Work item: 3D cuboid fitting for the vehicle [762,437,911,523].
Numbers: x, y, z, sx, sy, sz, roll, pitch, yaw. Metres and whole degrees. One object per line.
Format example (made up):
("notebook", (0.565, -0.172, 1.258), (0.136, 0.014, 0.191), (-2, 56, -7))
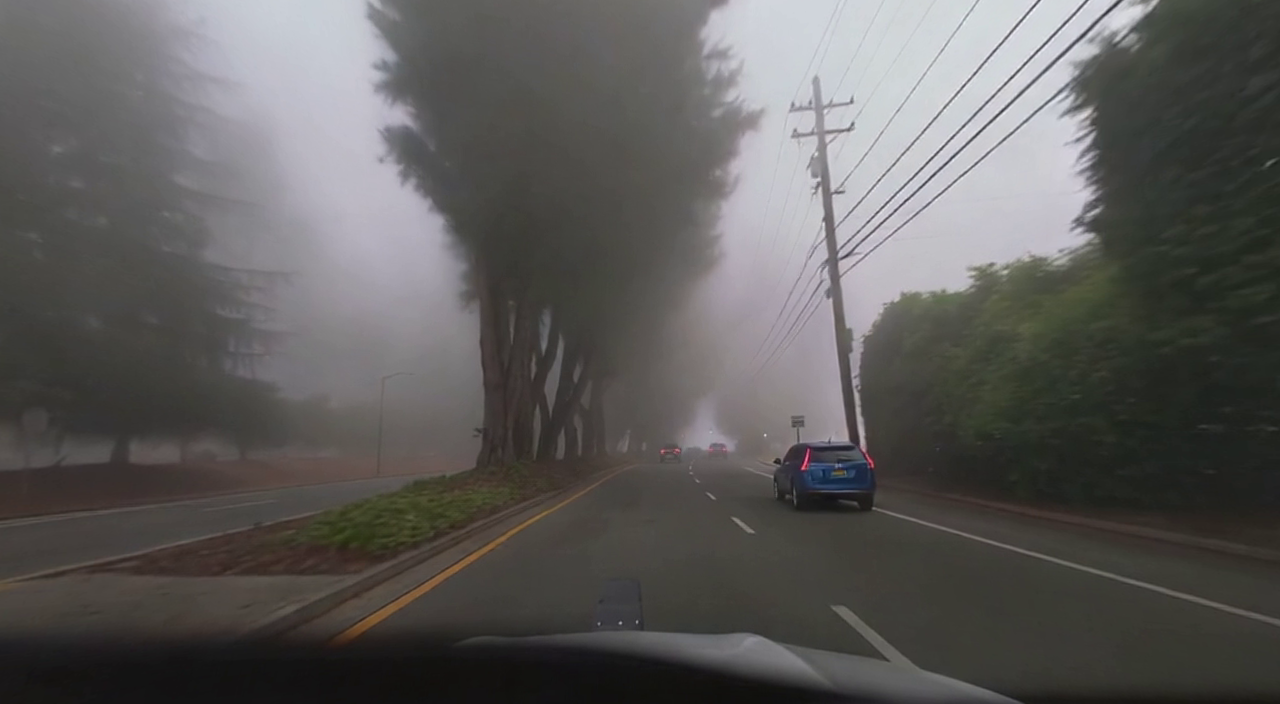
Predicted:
("vehicle", (3.990, 2.676, 13.687), (1.881, 1.512, 4.294), (-1, -9, 1))
